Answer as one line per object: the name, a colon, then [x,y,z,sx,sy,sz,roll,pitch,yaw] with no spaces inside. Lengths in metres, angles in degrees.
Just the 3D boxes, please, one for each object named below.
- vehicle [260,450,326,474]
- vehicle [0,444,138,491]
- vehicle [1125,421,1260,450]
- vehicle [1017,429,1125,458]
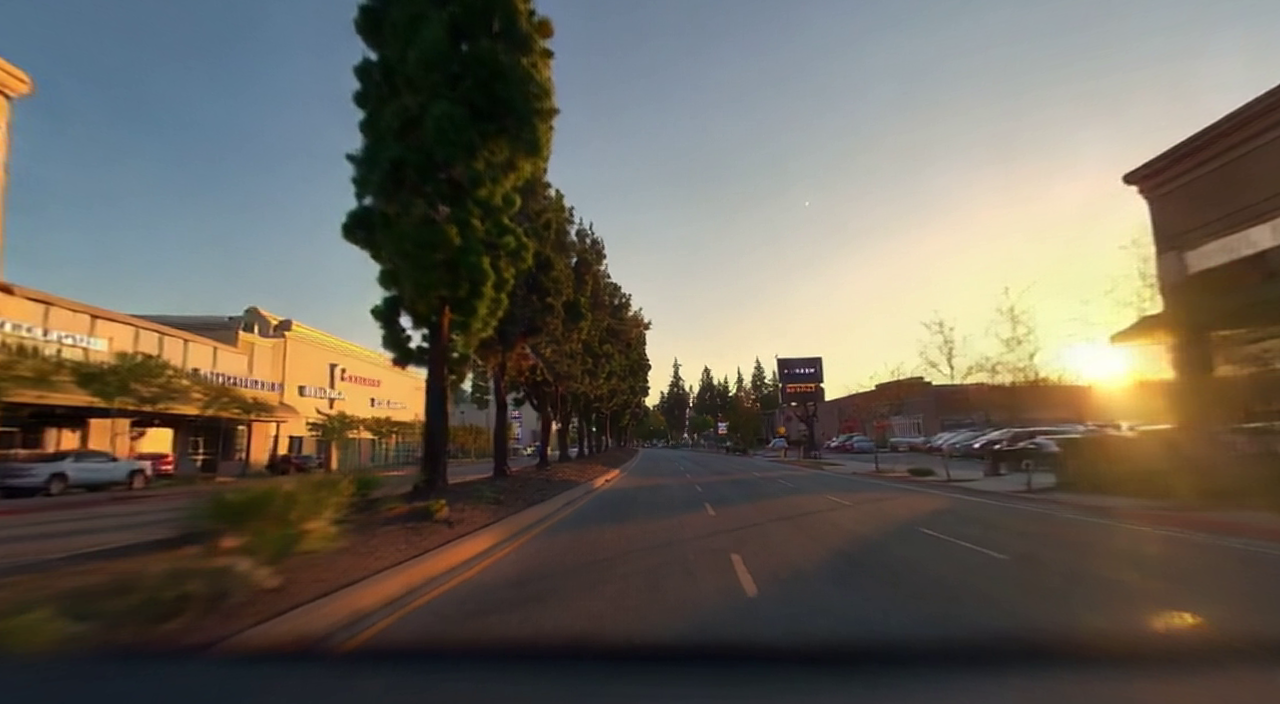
vehicle: [-24.139,7.622,43.896,4.605,1.509,1.845,-5,-10,31]
vehicle: [-27.665,5.388,29.894,2.139,1.987,5.536,-5,-10,32]
vehicle: [34.984,5.341,40.201,6.073,1.758,2.439,-1,-9,4]
vehicle: [21.698,4.635,31.944,4.095,1.386,1.784,0,-8,2]
